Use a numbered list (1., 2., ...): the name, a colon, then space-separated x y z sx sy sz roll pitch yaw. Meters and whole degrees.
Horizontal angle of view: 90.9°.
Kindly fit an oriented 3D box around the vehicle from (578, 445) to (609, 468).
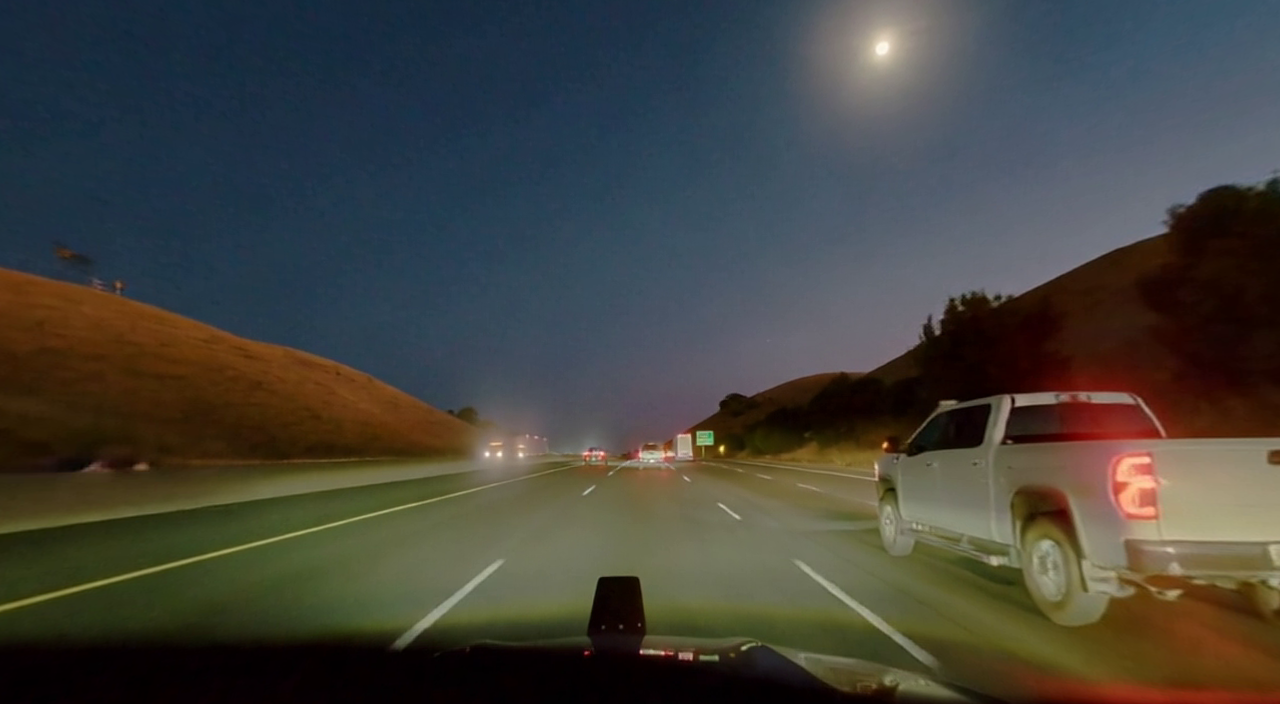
1. vehicle: -3.599 8.214 49.853 2.076 1.690 4.113 0 -9 1

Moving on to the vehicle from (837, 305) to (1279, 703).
1. vehicle: 4.124 1.189 5.732 2.700 1.980 5.866 0 -9 -1

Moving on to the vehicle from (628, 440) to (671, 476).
1. vehicle: 0.438 5.369 32.239 2.086 1.685 4.206 0 -8 0
